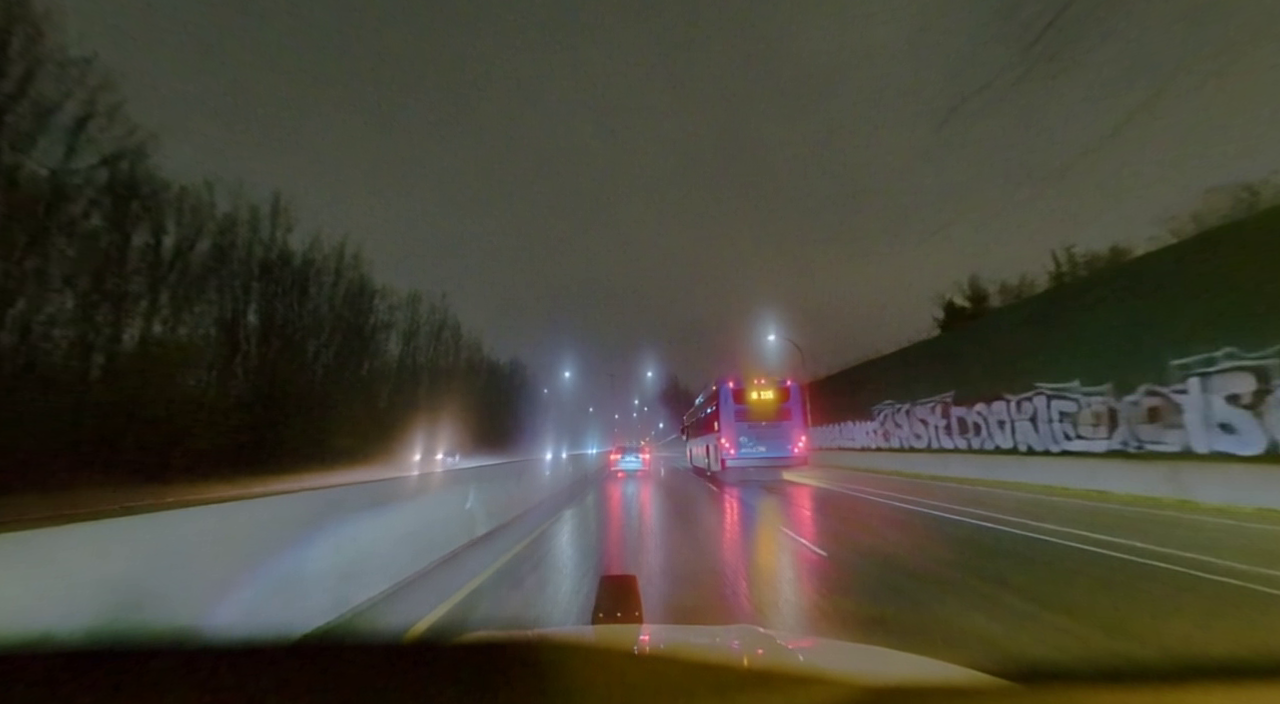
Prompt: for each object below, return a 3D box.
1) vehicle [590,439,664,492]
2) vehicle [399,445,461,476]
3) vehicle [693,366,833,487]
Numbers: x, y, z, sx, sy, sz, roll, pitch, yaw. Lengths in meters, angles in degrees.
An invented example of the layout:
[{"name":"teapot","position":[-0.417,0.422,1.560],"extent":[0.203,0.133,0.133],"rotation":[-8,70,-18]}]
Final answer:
[{"name":"vehicle","position":[-0.340,3.659,20.525],"extent":[2.160,1.532,4.073],"rotation":[-1,-9,1]},{"name":"vehicle","position":[-12.282,6.373,37.005],"extent":[2.029,1.647,4.323],"rotation":[-1,-9,2]},{"name":"vehicle","position":[4.078,3.118,24.436],"extent":[3.055,3.479,12.521],"rotation":[-1,-9,1]}]
